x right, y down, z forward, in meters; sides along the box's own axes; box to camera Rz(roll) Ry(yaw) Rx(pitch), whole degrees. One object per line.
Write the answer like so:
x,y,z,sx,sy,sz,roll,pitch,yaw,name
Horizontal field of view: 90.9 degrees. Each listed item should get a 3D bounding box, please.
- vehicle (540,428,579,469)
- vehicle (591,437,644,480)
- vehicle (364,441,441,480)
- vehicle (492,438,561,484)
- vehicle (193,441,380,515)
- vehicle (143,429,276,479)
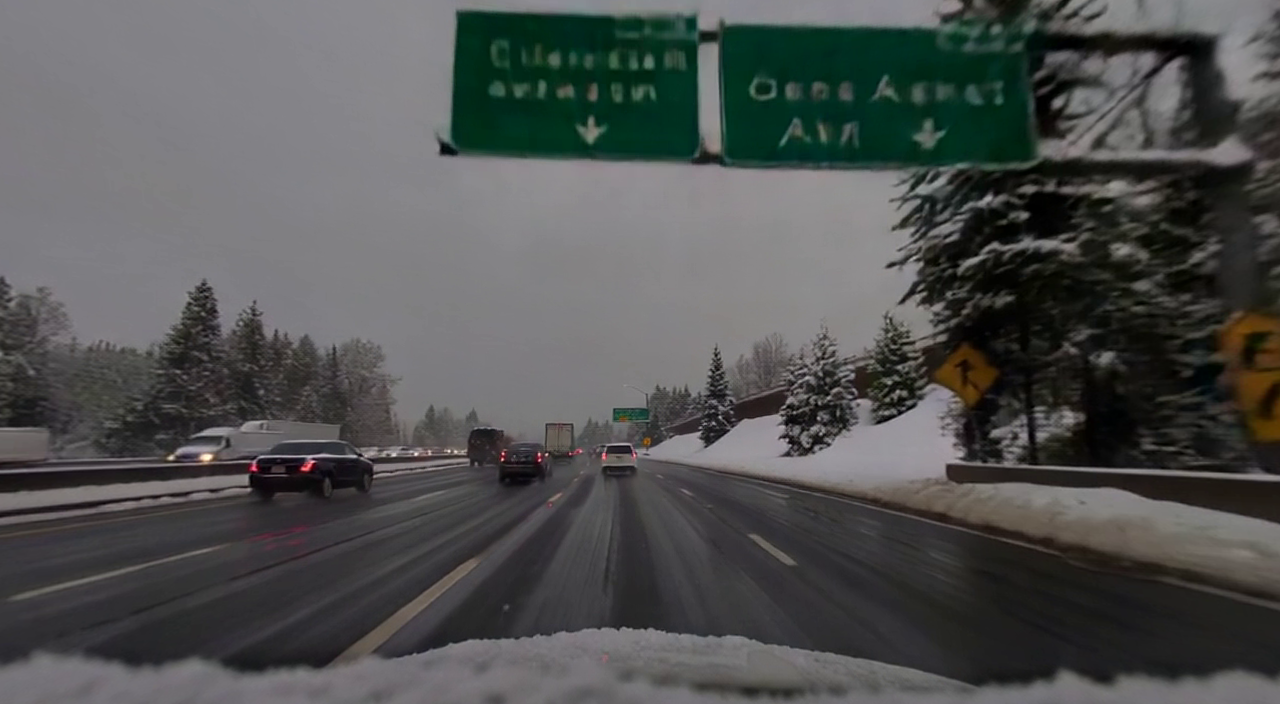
-5.595,6.810,44.494,2.279,2.672,5.256,0,-8,-2,vehicle
-0.995,4.528,27.107,2.092,1.671,3.772,0,-8,-3,vehicle
-11.951,5.456,32.201,2.079,1.807,5.187,0,-8,-2,vehicle
-4.315,4.216,24.744,2.005,1.631,4.295,0,-8,-1,vehicle
-7.988,2.845,14.853,1.896,1.465,4.399,0,-8,0,vehicle
-16.744,3.988,24.906,2.044,1.747,4.769,0,-8,-3,vehicle
